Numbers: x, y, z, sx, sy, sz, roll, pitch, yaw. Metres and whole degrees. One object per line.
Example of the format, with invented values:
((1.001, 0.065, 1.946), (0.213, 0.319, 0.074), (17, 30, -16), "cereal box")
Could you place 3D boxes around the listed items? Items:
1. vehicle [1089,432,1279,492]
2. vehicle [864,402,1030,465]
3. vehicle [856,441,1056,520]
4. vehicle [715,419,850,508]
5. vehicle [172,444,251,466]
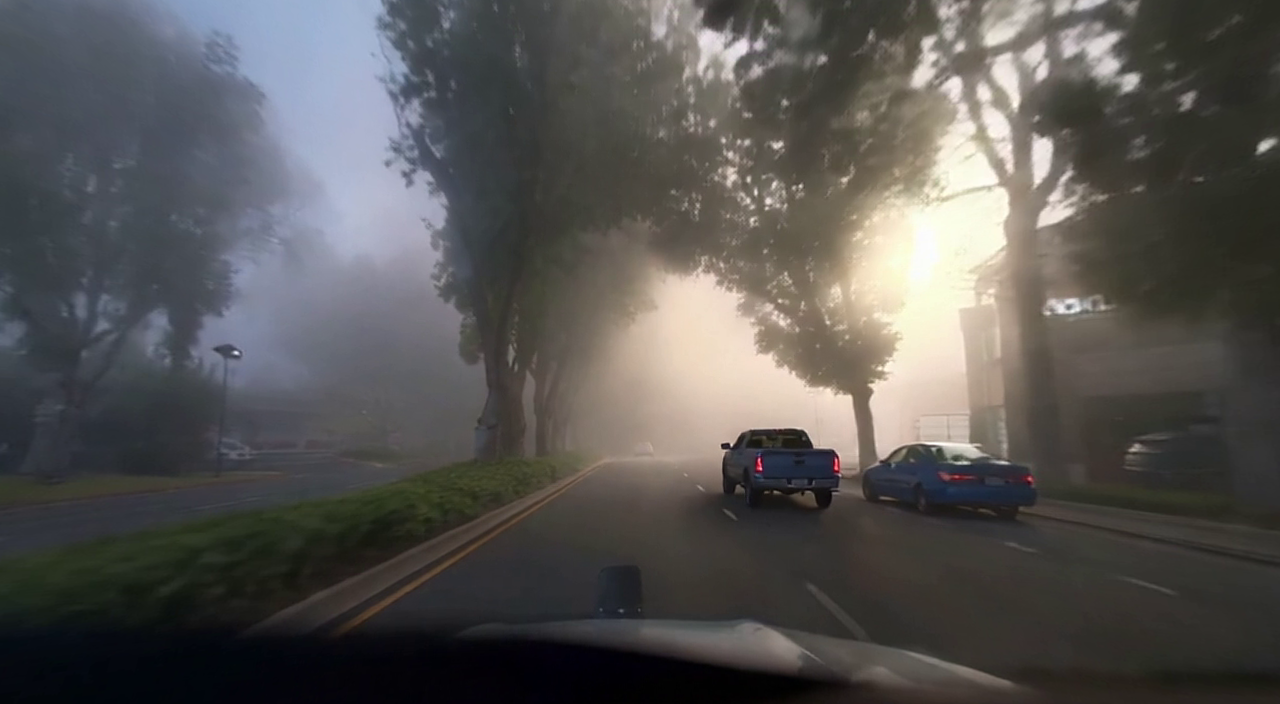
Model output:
((17.759, 3.500, 20.508), (4.747, 1.761, 2.043), (-3, -9, 22), "vehicle")
((18.853, 5.090, 39.290), (8.393, 3.716, 3.472), (1, -8, -2), "vehicle")
((6.780, 2.775, 14.340), (2.012, 1.460, 4.812), (0, -8, -1), "vehicle")
((3.288, 2.706, 15.865), (2.138, 1.836, 5.245), (0, -8, -1), "vehicle")
((-28.899, 6.924, 42.642), (4.189, 1.429, 1.668), (0, -8, 4), "vehicle")
